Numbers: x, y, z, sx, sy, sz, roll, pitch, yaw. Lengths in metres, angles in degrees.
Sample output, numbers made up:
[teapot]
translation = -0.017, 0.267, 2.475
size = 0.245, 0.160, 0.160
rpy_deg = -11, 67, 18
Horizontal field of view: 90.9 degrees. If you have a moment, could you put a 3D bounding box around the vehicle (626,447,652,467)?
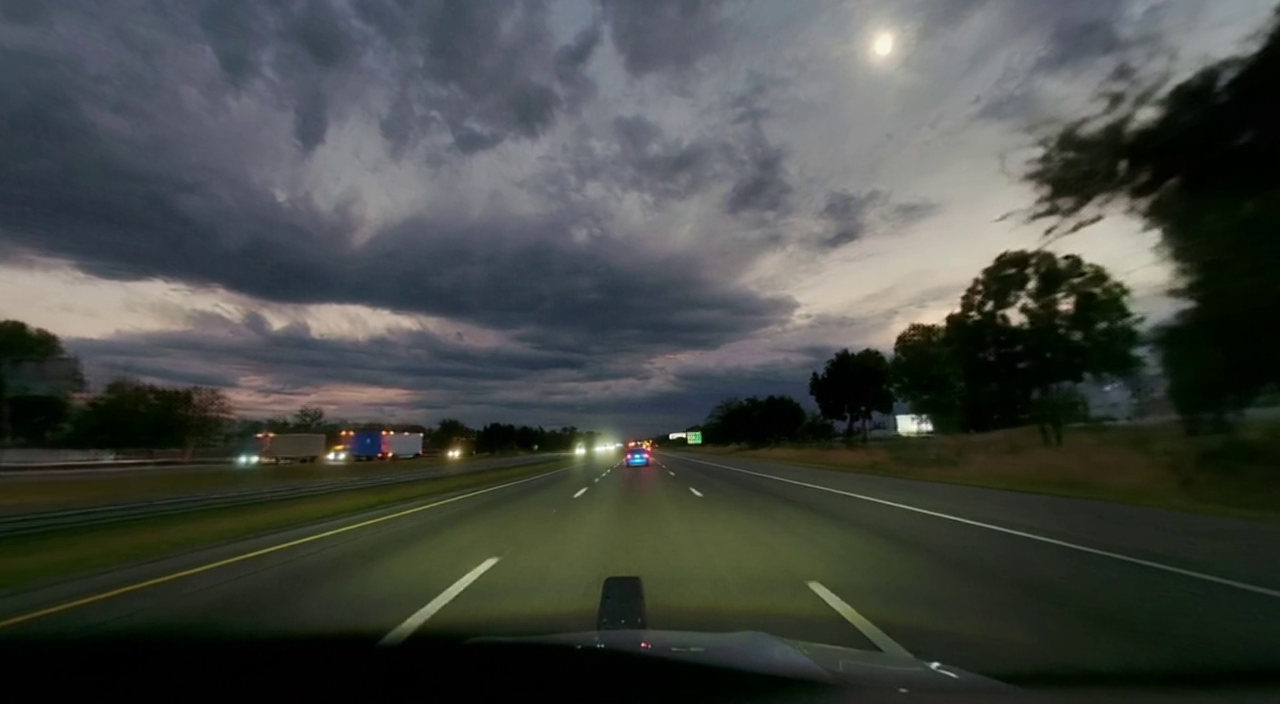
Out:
[vehicle]
translation = -0.092, 8.087, 48.615
size = 1.916, 1.494, 4.335
rpy_deg = 0, -9, -1
